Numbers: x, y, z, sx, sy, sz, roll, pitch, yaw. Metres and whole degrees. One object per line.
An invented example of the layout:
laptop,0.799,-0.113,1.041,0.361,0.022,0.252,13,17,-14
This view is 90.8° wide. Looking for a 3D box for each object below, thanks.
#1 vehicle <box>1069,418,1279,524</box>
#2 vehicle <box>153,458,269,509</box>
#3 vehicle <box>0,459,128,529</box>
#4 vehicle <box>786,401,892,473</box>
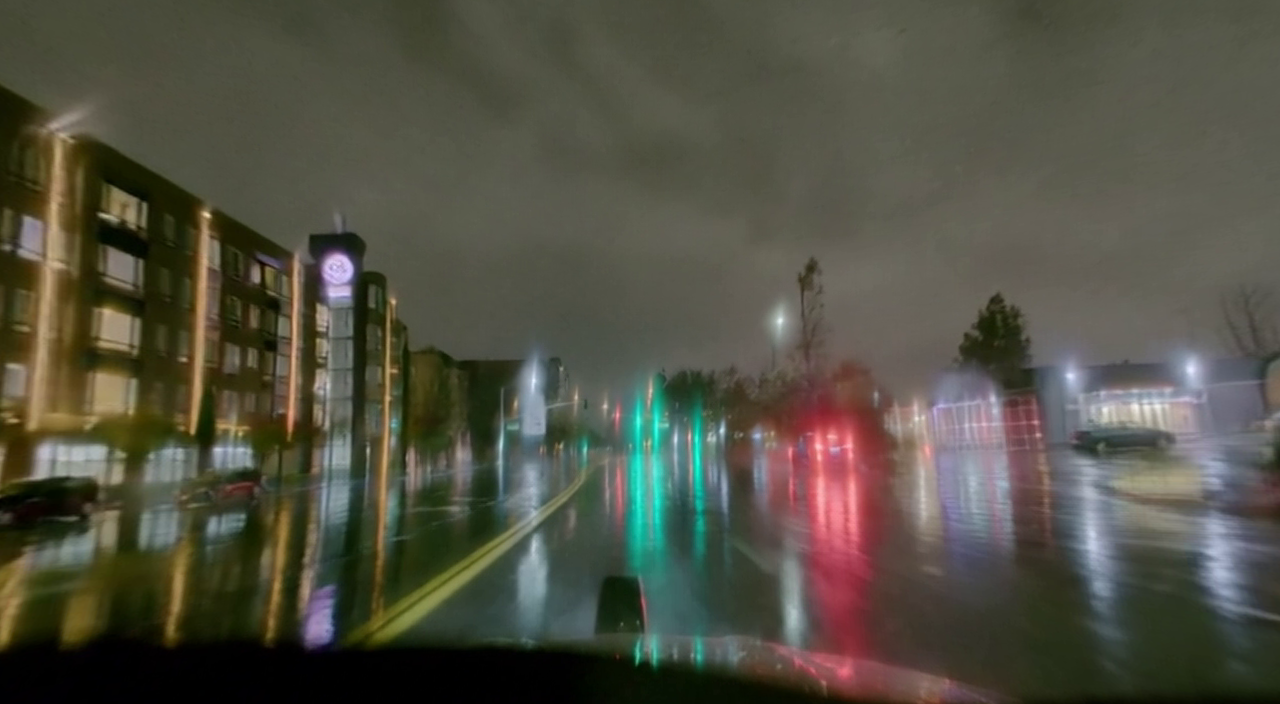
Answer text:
vehicle,10.115,1.928,10.533,2.170,1.492,5.038,0,-9,-3
vehicle,-19.339,5.900,28.815,2.042,1.773,4.914,-4,-8,-2
vehicle,-19.095,4.311,19.072,2.247,1.820,5.907,-4,-8,2
vehicle,9.784,4.315,32.034,2.917,3.205,6.985,0,-8,-1
